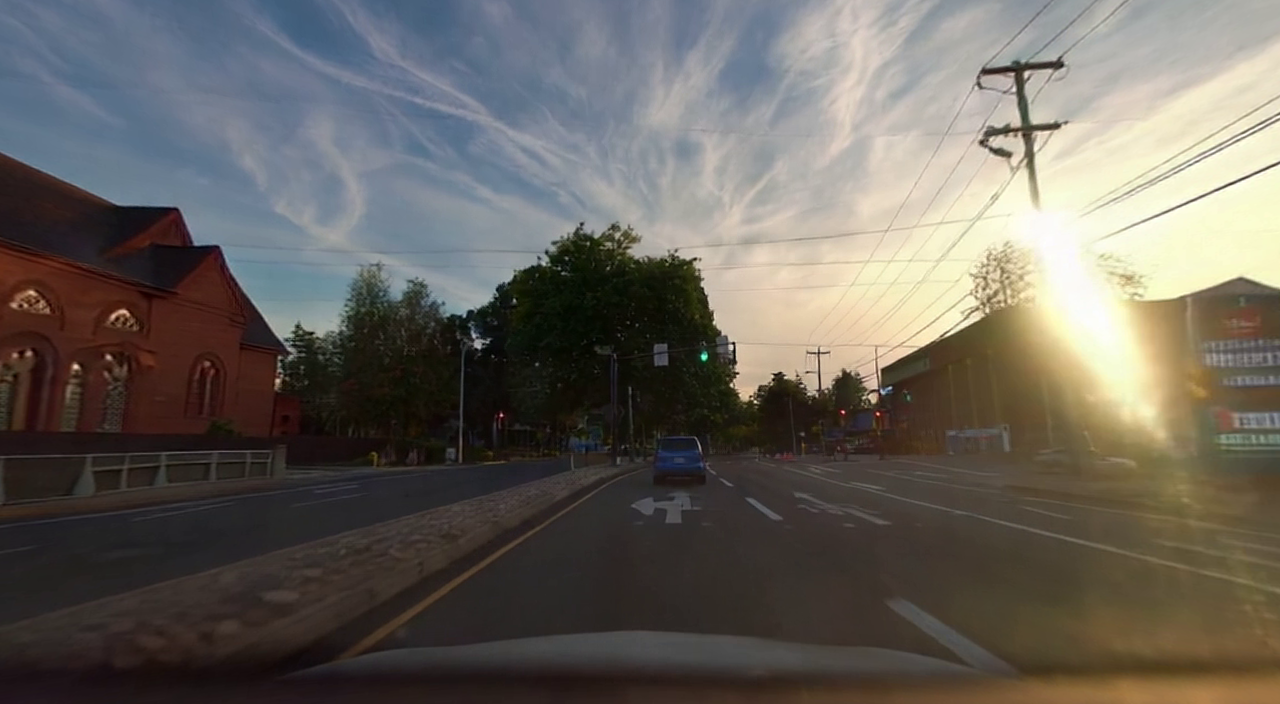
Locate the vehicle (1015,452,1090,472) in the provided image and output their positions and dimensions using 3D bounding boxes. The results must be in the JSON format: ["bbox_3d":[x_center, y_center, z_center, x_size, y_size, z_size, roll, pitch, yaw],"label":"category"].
[{"bbox_3d":[32.426,8.619,49.760,4.597,1.494,1.882,-8,-11,42],"label":"vehicle"}]

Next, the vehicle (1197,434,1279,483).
[{"bbox_3d":[25.197,4.182,25.047,4.553,1.799,2.103,1,-9,-10],"label":"vehicle"}]

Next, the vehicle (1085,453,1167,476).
[{"bbox_3d":[33.377,7.711,43.453,4.205,1.478,1.782,-8,-11,41],"label":"vehicle"}]

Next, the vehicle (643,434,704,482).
[{"bbox_3d":[1.273,3.906,23.556,2.032,1.621,4.082,-1,-9,4],"label":"vehicle"}]
